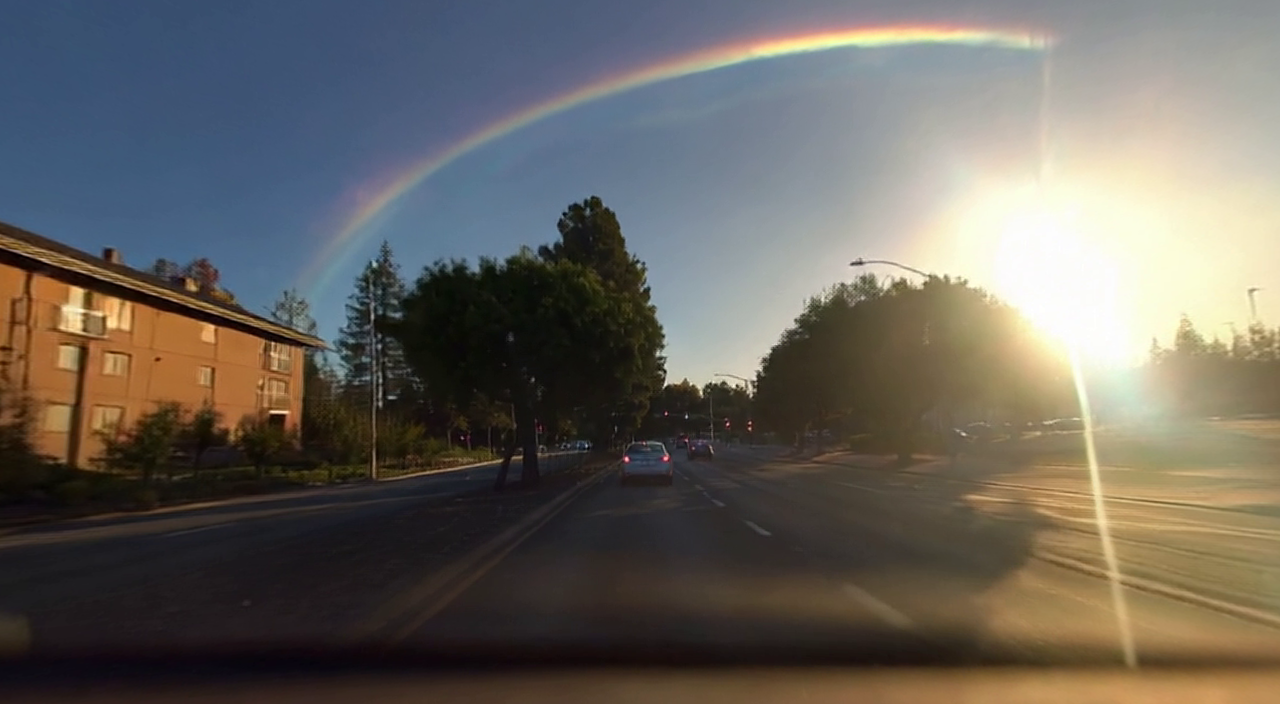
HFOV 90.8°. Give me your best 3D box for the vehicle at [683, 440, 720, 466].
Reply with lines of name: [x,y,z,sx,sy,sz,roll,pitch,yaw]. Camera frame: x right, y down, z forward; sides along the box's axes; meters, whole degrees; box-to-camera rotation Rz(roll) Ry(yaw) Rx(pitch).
vehicle: [4.187,6.922,43.349,1.987,1.613,4.081,0,-9,-2]

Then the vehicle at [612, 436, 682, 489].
vehicle: [0.193,3.775,21.891,2.181,1.639,4.127,0,-9,0]
